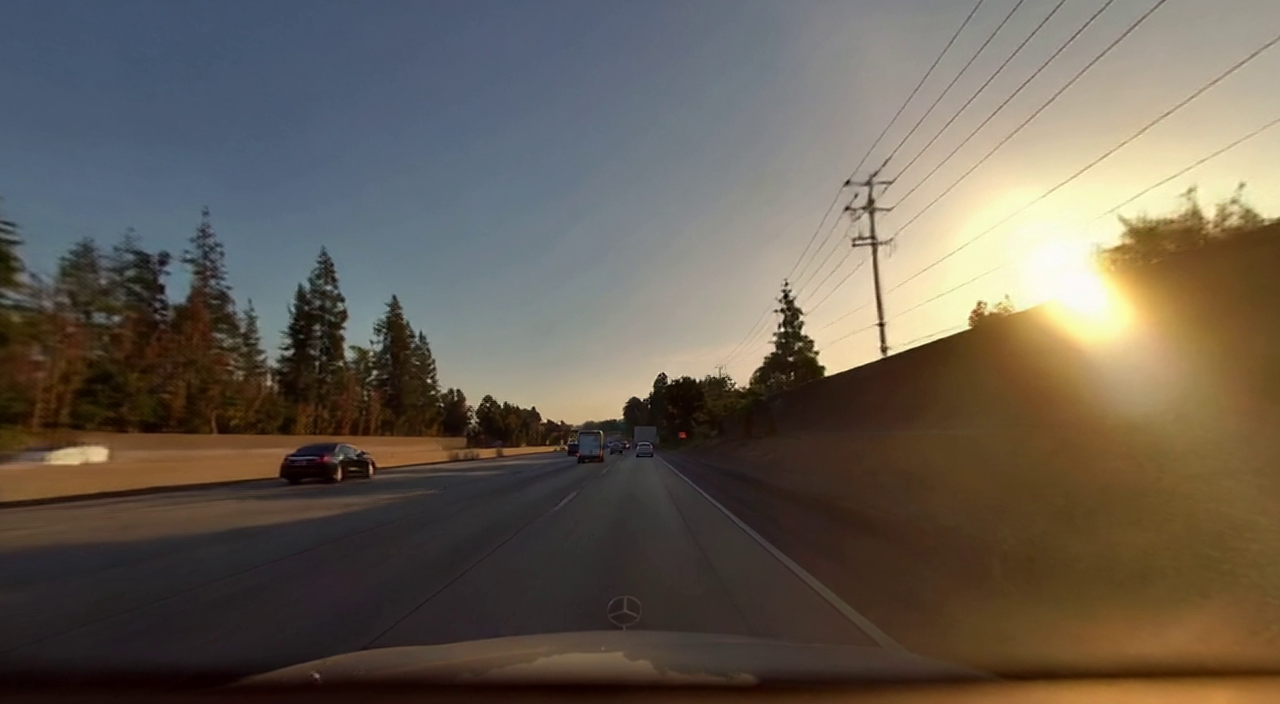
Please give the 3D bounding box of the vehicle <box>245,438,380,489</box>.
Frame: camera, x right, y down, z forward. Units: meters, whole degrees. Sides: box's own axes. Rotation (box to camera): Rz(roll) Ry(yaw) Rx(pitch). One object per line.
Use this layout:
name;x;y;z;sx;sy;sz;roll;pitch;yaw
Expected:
vehicle;-10.752;3.684;21.103;1.955;1.496;4.732;0;-8;1

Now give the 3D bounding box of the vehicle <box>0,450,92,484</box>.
vehicle;-29.118;5.451;30.120;1.766;1.434;4.277;0;-8;1

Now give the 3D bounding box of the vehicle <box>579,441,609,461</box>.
vehicle;-3.554;7.792;49.402;2.046;1.478;4.111;0;-8;0
